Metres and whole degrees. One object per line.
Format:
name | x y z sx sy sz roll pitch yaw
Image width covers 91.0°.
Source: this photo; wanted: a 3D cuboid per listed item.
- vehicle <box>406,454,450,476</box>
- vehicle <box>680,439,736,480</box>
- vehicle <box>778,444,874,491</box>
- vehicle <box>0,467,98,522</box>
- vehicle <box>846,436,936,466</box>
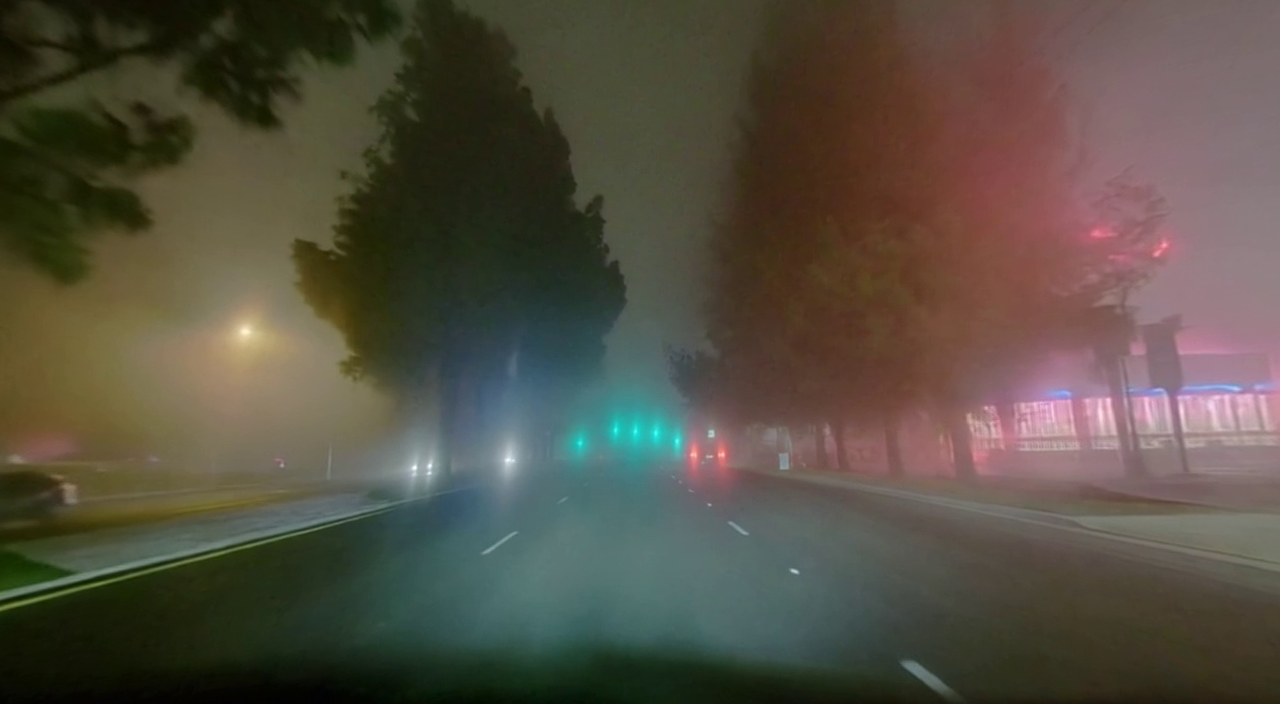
vehicle | -16.027 8.551 47.832 1.843 1.500 4.261 0 -8 0
vehicle | 3.130 5.052 29.878 2.083 1.743 4.354 0 -8 -1
vehicle | 6.589 4.116 22.892 1.948 1.526 4.641 0 -8 -2
vehicle | -19.618 4.362 19.384 1.875 1.475 4.433 0 -8 0
vehicle | 15.536 6.117 39.074 4.659 1.739 2.147 -7 -11 41
